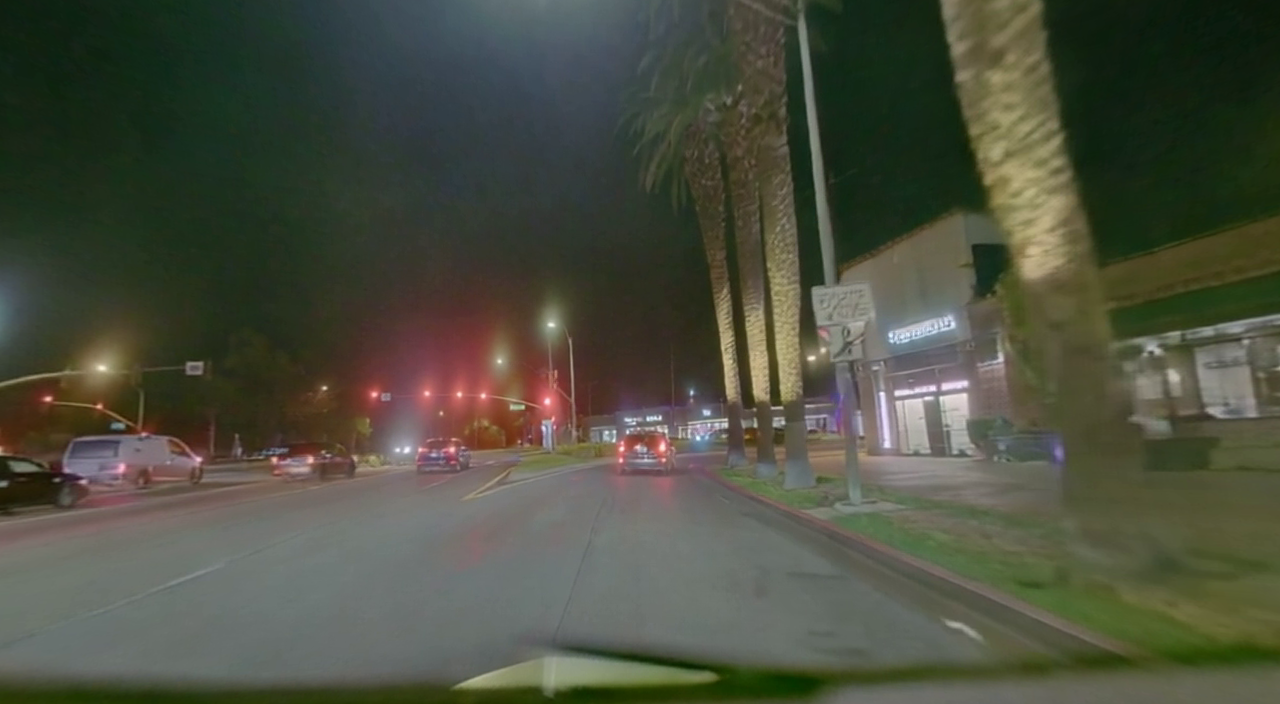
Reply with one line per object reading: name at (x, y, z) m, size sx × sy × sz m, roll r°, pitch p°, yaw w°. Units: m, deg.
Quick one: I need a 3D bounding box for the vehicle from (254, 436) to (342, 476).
vehicle at (-15.888, 4.829, 29.618) m, size 2.020 × 1.709 × 4.343 m, roll 1°, pitch -8°, yaw -6°

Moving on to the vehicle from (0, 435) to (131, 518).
vehicle at (-14.235, 2.715, 14.038) m, size 2.108 × 1.669 × 5.076 m, roll 1°, pitch -8°, yaw -7°

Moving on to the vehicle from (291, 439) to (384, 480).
vehicle at (-11.993, 4.254, 25.409) m, size 1.905 × 1.482 × 4.463 m, roll 1°, pitch -8°, yaw -6°

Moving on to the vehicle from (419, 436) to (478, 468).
vehicle at (-9.546, 5.005, 31.819) m, size 1.912 × 1.487 × 4.471 m, roll 1°, pitch -8°, yaw -5°

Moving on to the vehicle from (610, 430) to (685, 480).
vehicle at (0.376, 3.497, 21.670) m, size 2.070 × 1.493 × 4.570 m, roll -1°, pitch -8°, yaw 7°
